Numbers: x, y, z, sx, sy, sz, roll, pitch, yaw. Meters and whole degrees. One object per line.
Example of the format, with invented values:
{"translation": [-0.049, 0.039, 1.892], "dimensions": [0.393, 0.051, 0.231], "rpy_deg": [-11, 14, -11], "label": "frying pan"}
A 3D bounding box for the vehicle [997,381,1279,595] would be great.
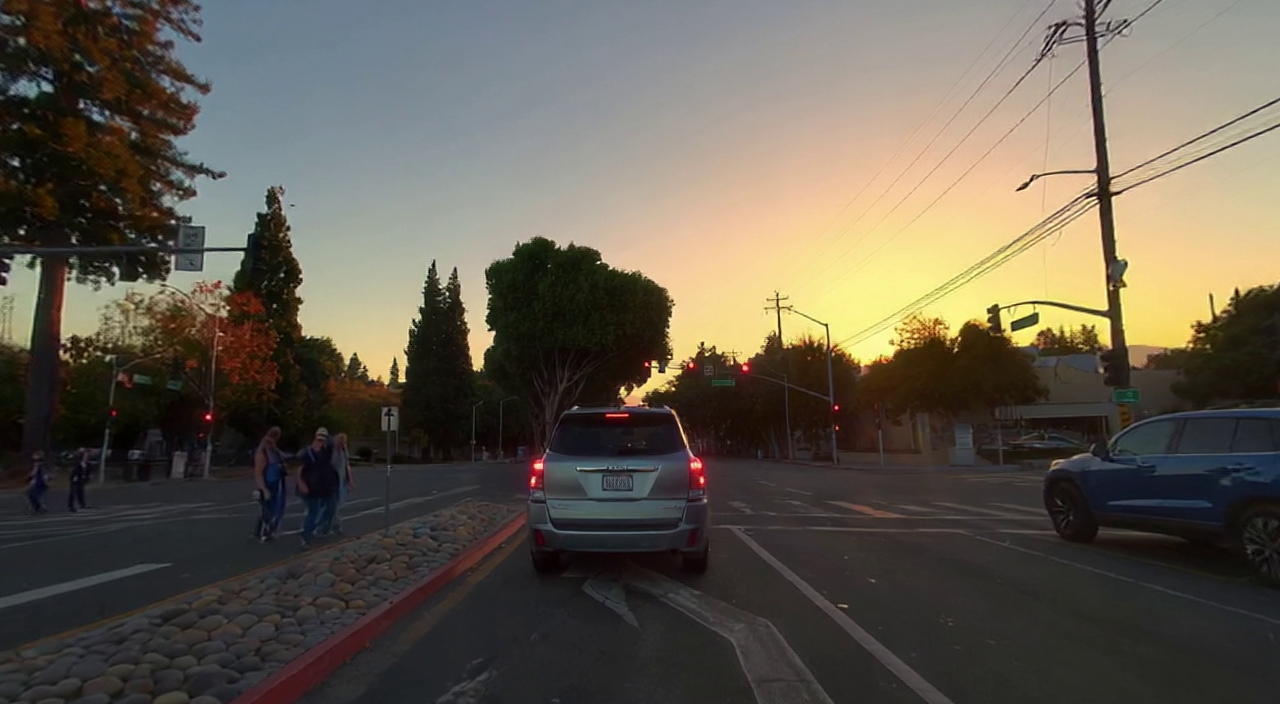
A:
{"translation": [6.575, 1.440, 7.242], "dimensions": [2.119, 1.827, 4.806], "rpy_deg": [0, -9, 0], "label": "vehicle"}

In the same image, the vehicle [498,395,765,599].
{"translation": [-0.108, 1.562, 7.627], "dimensions": [2.285, 1.729, 4.252], "rpy_deg": [0, -9, -1], "label": "vehicle"}
